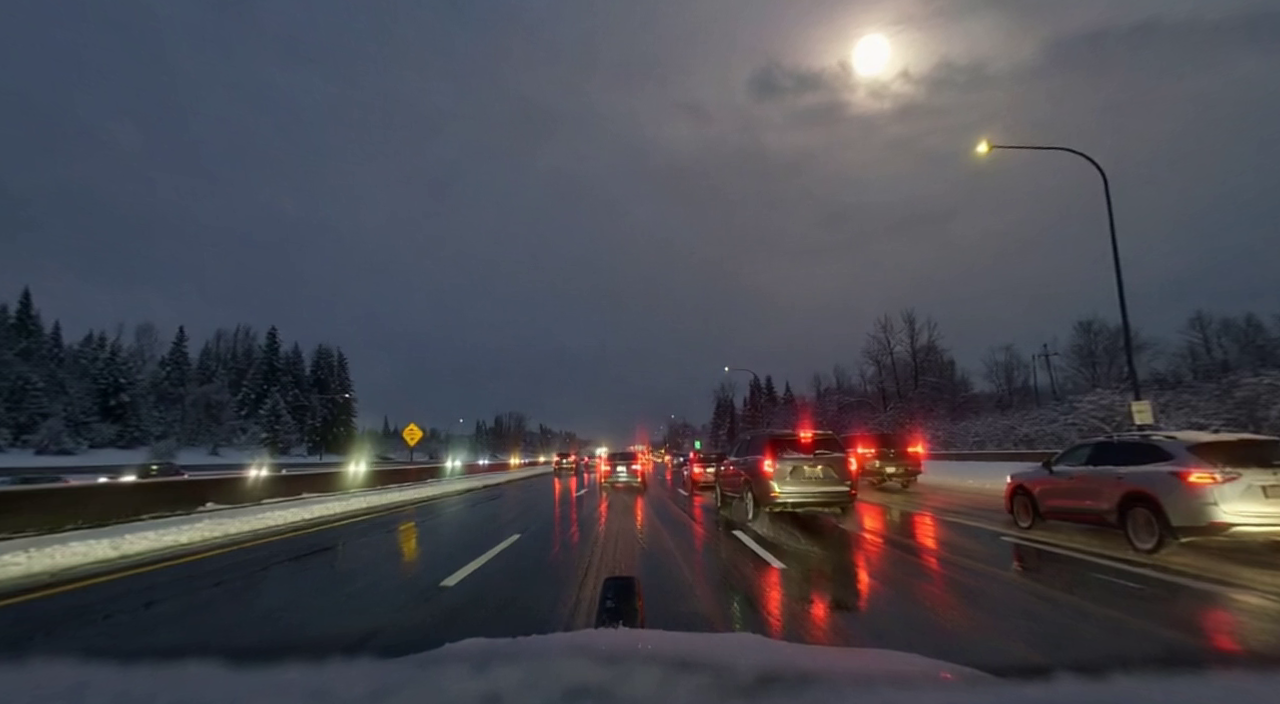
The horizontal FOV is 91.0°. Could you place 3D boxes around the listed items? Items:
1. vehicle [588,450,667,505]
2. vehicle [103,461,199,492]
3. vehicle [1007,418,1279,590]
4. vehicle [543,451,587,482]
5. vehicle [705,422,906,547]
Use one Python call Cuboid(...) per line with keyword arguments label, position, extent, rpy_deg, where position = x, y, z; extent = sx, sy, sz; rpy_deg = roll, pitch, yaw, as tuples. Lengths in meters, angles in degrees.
Cuboid(label="vehicle", position=(-0.319, 3.773, 19.361), extent=(2.157, 1.495, 4.038), rpy_deg=(0, -9, 1))
Cuboid(label="vehicle", position=(-28.917, 7.325, 37.445), extent=(1.914, 1.634, 4.517), rpy_deg=(0, -9, 1))
Cuboid(label="vehicle", position=(7.167, 1.810, 8.272), extent=(1.972, 1.647, 4.429), rpy_deg=(0, -9, 0))
Cuboid(label="vehicle", position=(-4.178, 6.385, 35.484), extent=(1.889, 1.600, 4.043), rpy_deg=(0, -9, 1))
Cuboid(label="vehicle", position=(2.553, 2.182, 10.949), extent=(2.230, 1.740, 3.976), rpy_deg=(1, -9, -3))
